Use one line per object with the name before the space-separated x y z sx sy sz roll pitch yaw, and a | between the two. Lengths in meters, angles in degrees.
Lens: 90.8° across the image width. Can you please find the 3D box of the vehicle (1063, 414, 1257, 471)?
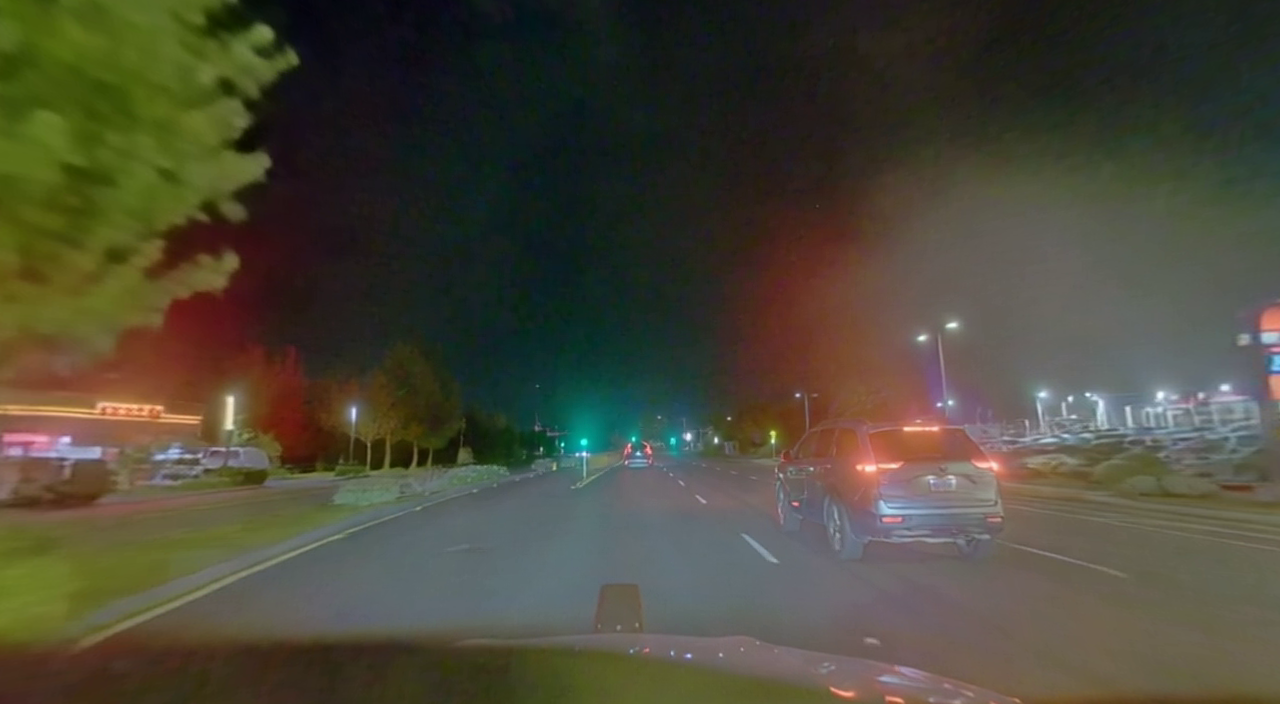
vehicle | 20.031 3.538 24.613 5.115 1.990 2.518 -2 -9 5

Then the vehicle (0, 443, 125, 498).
vehicle | -24.889 4.859 26.122 5.094 2.044 2.197 -1 -7 -3

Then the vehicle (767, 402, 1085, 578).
vehicle | 3.250 1.673 8.443 2.110 1.698 4.397 0 -8 -1

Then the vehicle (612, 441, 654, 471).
vehicle | -0.345 5.551 33.795 2.126 1.475 3.967 0 -8 0
